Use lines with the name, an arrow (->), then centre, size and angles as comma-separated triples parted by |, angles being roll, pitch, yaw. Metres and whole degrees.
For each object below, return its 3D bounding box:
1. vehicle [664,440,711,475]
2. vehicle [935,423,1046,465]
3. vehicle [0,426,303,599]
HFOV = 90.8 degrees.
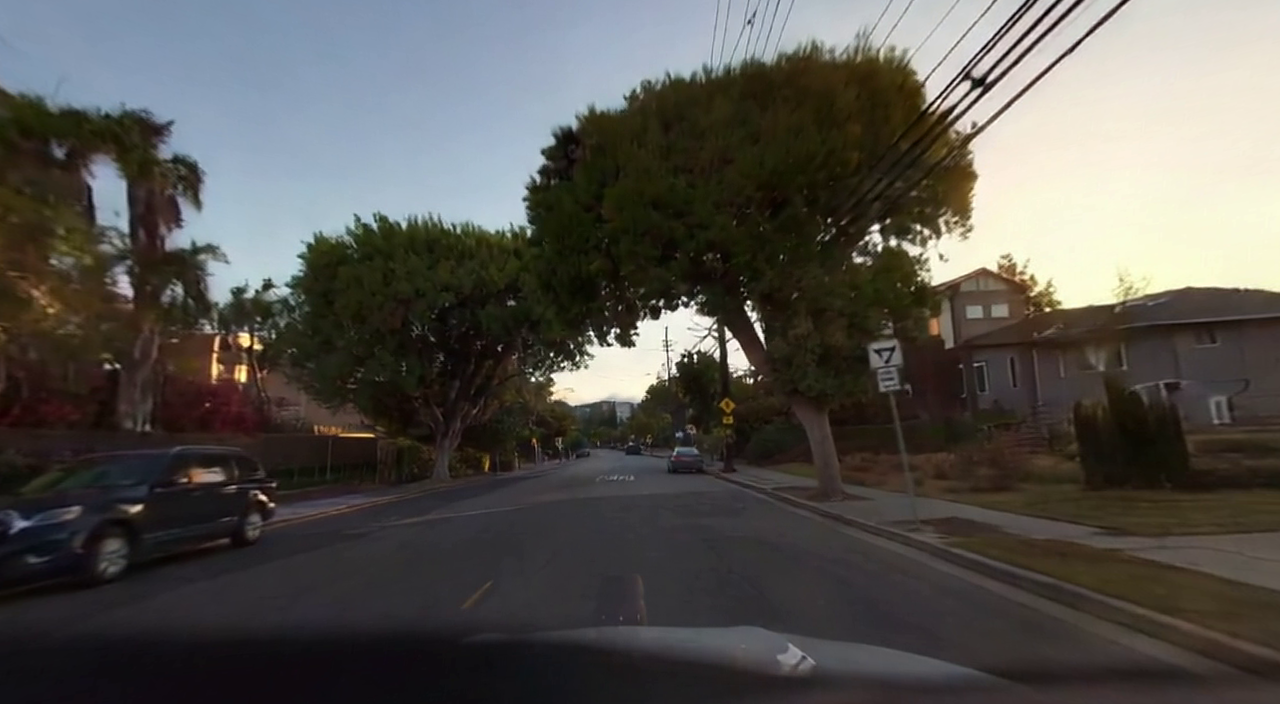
vehicle -> 2.422, 5.502, 33.221 | 1.971, 1.710, 4.210 | 0, -9, -2
vehicle -> 13.934, 3.680, 25.237 | 3.645, 1.532, 1.806 | -5, -10, 29
vehicle -> -7.151, 2.146, 9.132 | 2.135, 1.787, 4.452 | -4, -9, 0
